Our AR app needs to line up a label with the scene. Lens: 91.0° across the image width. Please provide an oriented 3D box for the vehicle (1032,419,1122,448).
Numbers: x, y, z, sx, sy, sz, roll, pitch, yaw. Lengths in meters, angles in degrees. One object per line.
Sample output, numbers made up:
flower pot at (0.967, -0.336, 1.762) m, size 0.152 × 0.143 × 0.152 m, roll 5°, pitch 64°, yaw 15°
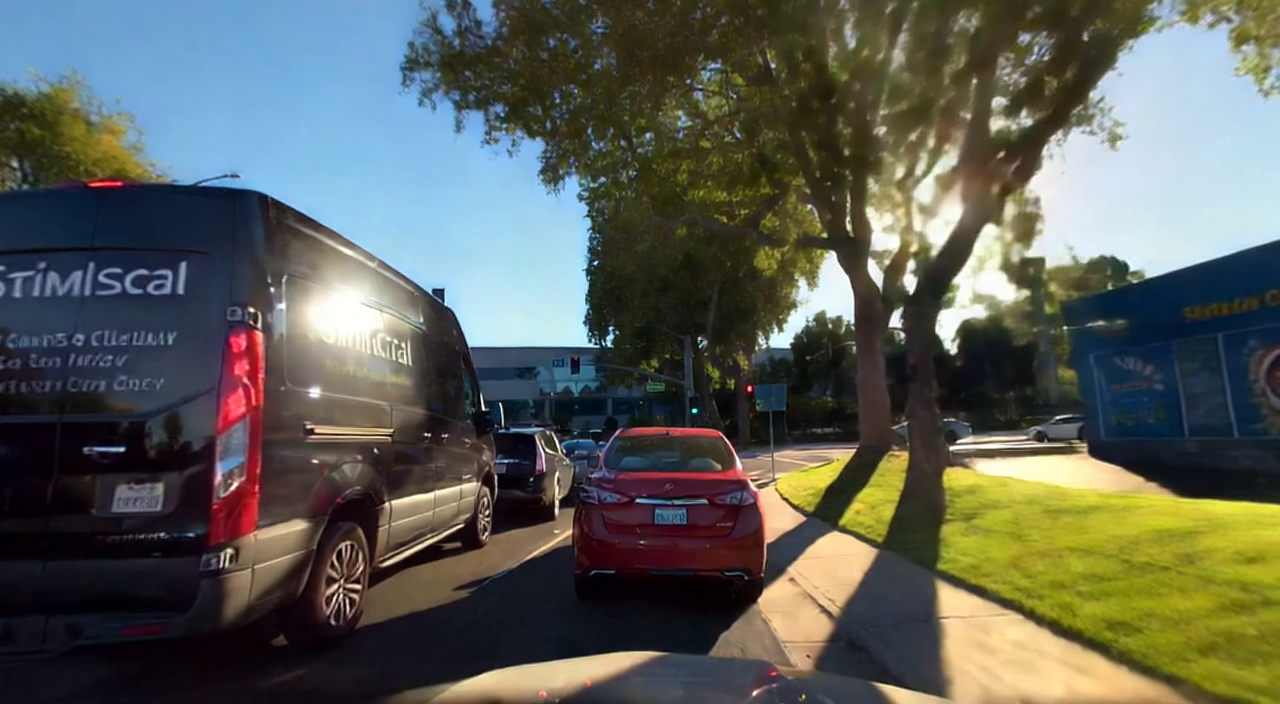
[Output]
vehicle at (32.002, 6.027, 46.154) m, size 5.084 × 2.041 × 2.360 m, roll 2°, pitch -9°, yaw -9°

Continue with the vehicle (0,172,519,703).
vehicle at (-3.068, 0.901, 6.156) m, size 2.555 × 3.035 × 5.702 m, roll 0°, pitch -8°, yaw 0°

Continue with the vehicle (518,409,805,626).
vehicle at (0.330, 1.690, 7.472) m, size 2.398 × 1.773 × 4.254 m, roll -1°, pitch -8°, yaw 5°

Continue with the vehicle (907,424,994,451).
vehicle at (21.925, 6.063, 44.537) m, size 5.021 × 1.848 × 2.210 m, roll 1°, pitch -9°, yaw -9°
